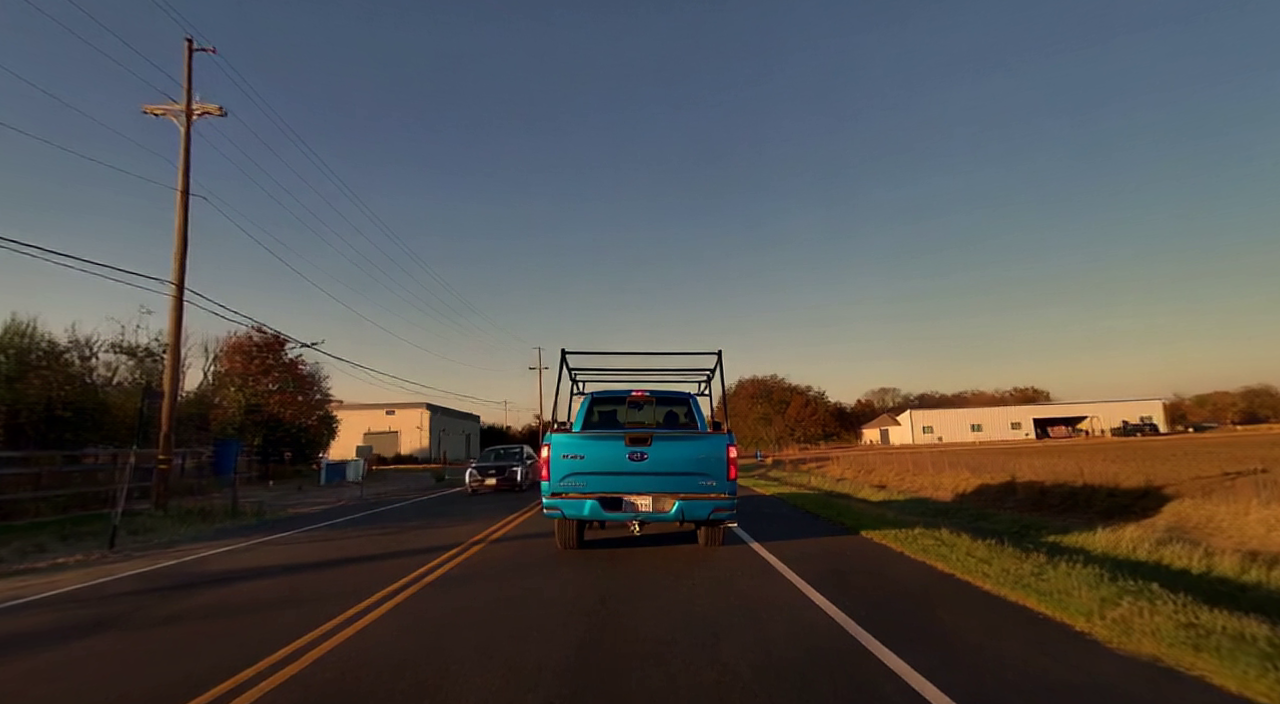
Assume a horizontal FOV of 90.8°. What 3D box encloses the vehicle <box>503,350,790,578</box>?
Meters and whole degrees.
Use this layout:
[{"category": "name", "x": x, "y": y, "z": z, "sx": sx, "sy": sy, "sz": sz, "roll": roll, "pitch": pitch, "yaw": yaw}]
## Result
[{"category": "vehicle", "x": -0.017, "y": 1.667, "z": 10.166, "sx": 2.912, "sy": 2.320, "sz": 7.292, "roll": 0, "pitch": -8, "yaw": -1}]
